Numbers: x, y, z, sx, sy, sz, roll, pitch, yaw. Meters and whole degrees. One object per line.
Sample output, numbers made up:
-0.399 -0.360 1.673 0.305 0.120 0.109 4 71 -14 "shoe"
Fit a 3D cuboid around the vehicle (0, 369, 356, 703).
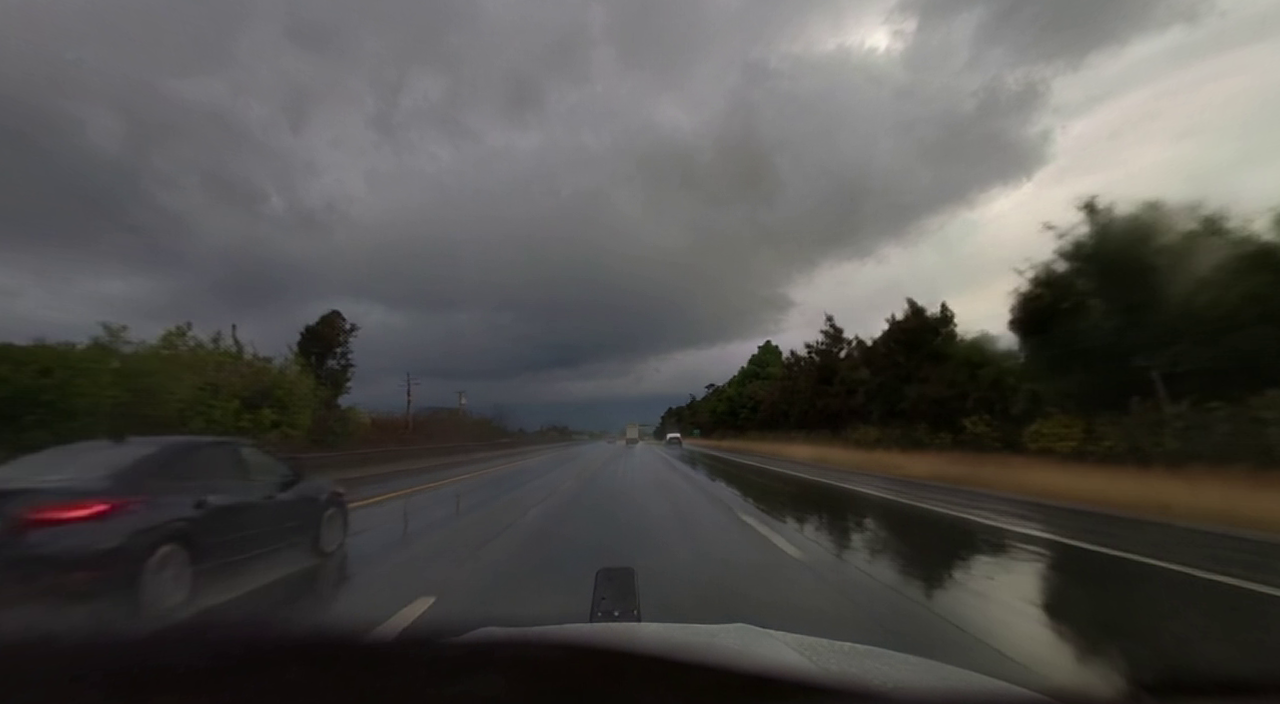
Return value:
-4.171 1.138 4.559 2.185 1.677 4.390 0 -8 0 "vehicle"
